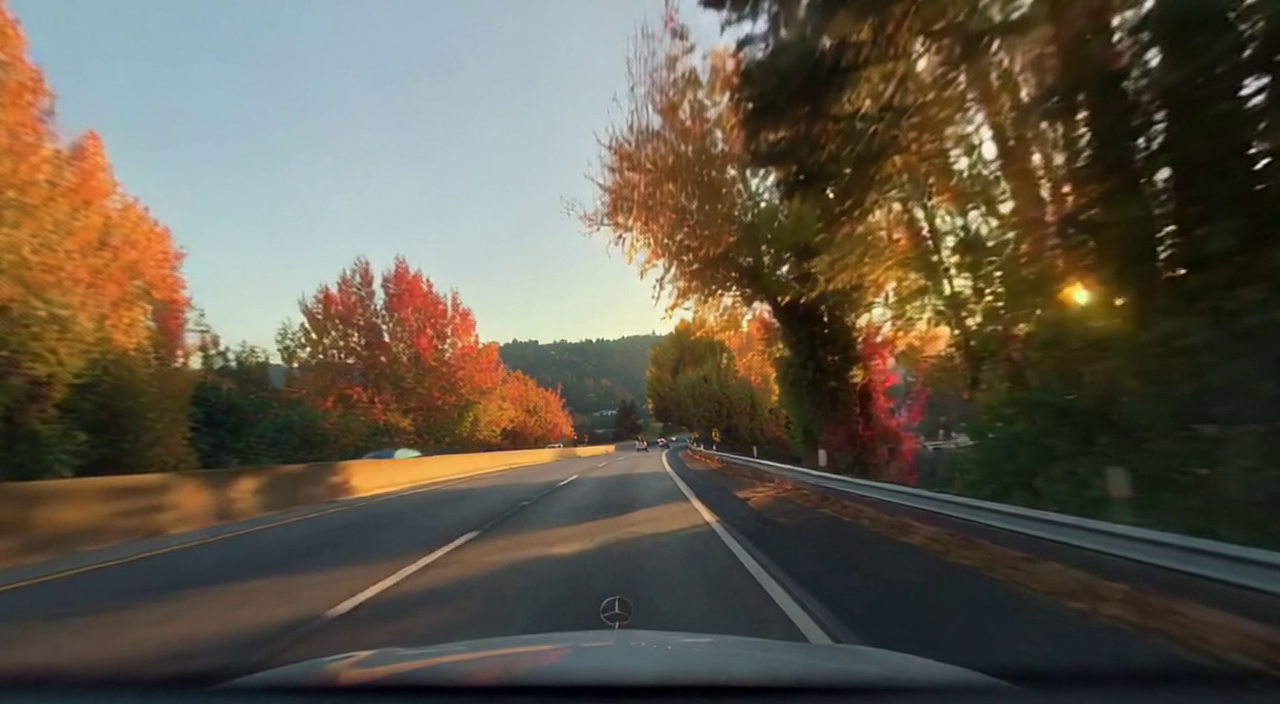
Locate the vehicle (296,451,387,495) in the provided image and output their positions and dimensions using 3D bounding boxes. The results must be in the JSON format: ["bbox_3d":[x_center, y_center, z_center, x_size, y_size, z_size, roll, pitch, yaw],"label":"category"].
[{"bbox_3d":[-10.641,4.293,22.708,1.656,1.369,3.500,-1,-8,-2],"label":"vehicle"}]
